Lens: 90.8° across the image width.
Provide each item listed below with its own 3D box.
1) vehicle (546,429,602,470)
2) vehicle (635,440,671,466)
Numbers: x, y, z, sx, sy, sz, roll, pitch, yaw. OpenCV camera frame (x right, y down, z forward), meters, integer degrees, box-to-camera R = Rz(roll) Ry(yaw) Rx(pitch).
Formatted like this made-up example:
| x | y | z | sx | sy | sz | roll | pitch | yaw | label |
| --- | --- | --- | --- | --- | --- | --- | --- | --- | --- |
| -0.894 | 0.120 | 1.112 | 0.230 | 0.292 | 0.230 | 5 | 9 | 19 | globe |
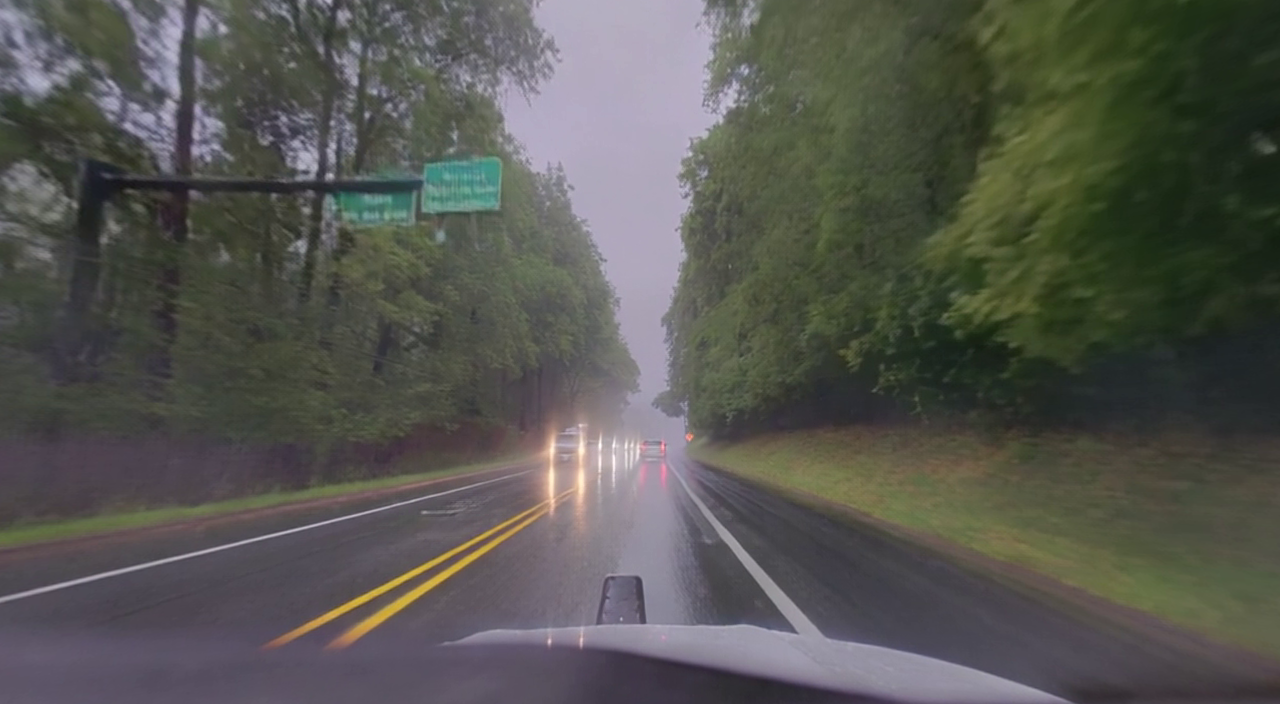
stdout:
| x | y | z | sx | sy | sz | roll | pitch | yaw | label |
| --- | --- | --- | --- | --- | --- | --- | --- | --- | --- |
| -3.730 | 5.693 | 37.003 | 2.479 | 2.208 | 5.780 | 0 | -9 | 2 | vehicle |
| 0.815 | 6.133 | 38.474 | 2.067 | 1.486 | 3.861 | 0 | -9 | 2 | vehicle |
